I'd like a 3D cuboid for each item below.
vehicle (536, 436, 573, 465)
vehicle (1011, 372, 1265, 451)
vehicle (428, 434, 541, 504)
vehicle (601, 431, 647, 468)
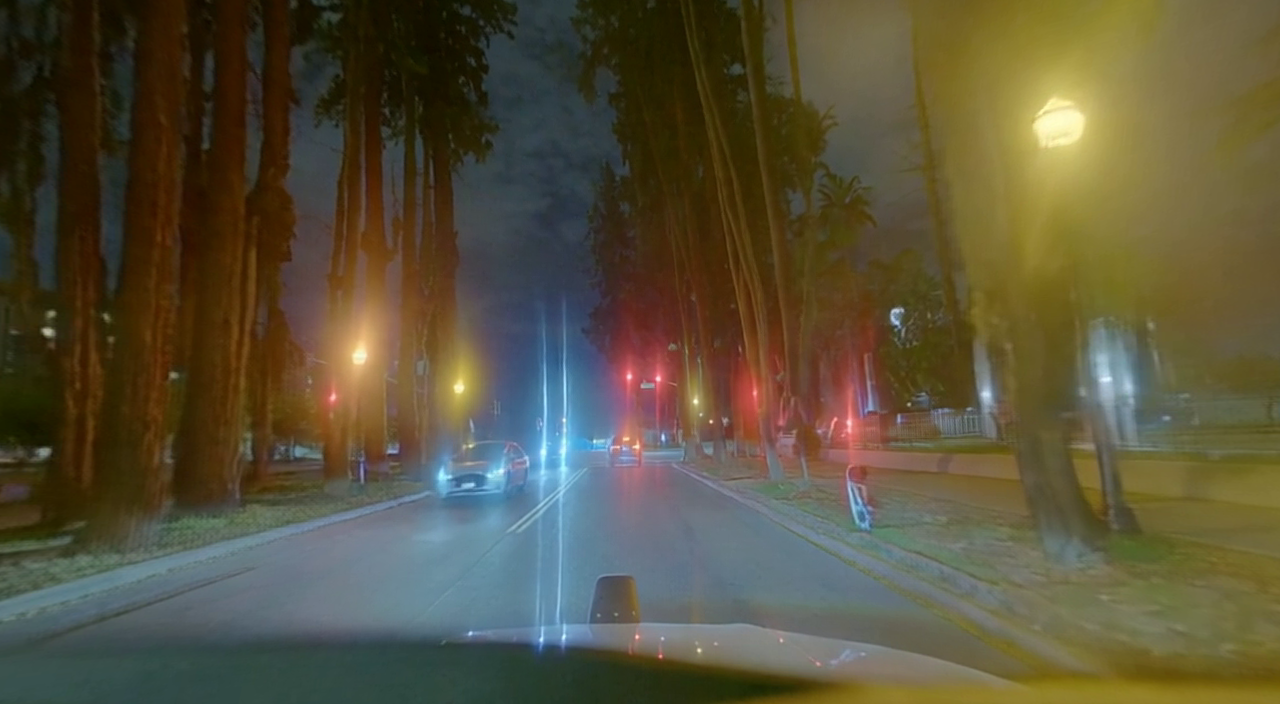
[{"bbox_3d":[-5.118,5.896,37.710,2.057,1.613,4.062,0,-8,-7],"label":"vehicle"},{"bbox_3d":[11.956,1.492,15.435,4.349,1.462,1.982,-5,-7,6],"label":"vehicle"},{"bbox_3d":[-3.710,2.844,15.704,1.973,1.512,3.524,0,-8,-1],"label":"vehicle"},{"bbox_3d":[-0.771,4.894,31.769,2.142,1.686,3.816,-1,-8,0],"label":"vehicle"}]
